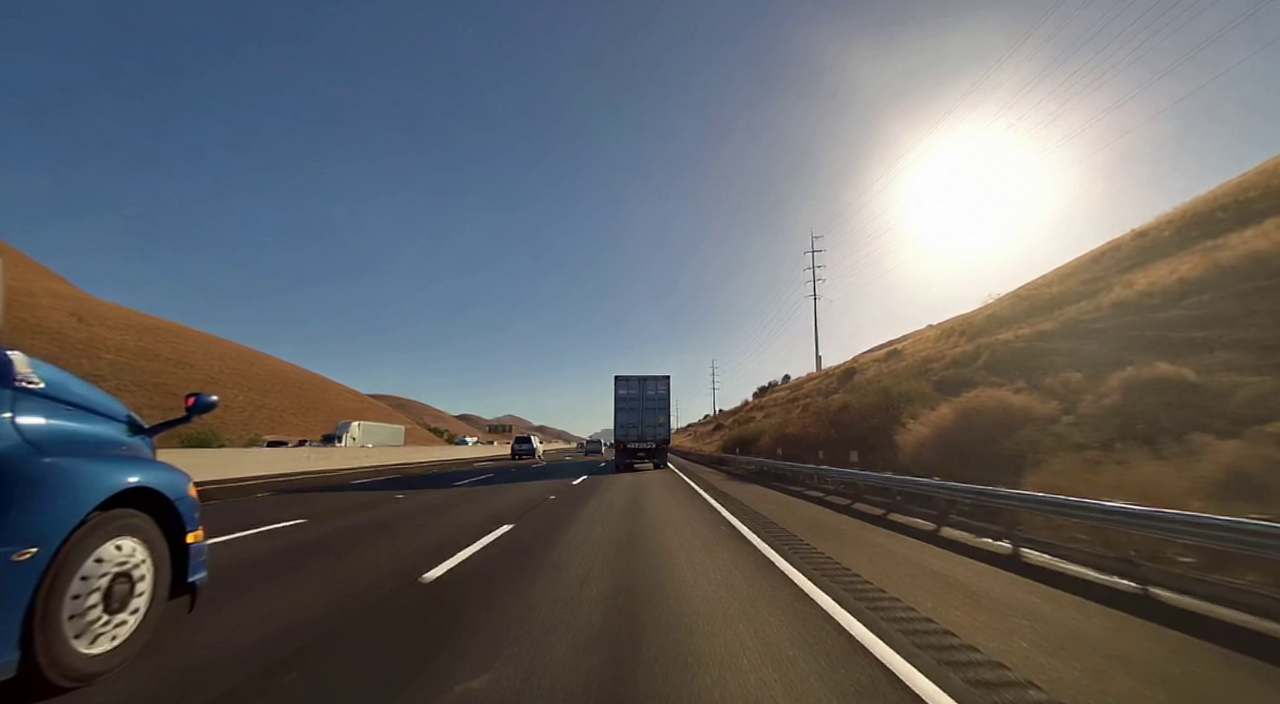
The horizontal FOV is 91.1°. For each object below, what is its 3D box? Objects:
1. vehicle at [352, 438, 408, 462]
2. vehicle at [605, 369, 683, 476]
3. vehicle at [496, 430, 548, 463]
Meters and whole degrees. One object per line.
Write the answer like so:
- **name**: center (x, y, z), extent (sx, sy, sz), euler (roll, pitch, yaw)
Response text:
- **vehicle**: center (-17.420, 6.576, 42.286), extent (1.957, 1.492, 4.092), euler (0, -8, 0)
- **vehicle**: center (0.101, 3.558, 30.121), extent (3.006, 4.120, 11.586), euler (0, -8, 0)
- **vehicle**: center (-7.205, 5.852, 38.823), extent (2.214, 1.899, 4.719), euler (0, -8, 1)
